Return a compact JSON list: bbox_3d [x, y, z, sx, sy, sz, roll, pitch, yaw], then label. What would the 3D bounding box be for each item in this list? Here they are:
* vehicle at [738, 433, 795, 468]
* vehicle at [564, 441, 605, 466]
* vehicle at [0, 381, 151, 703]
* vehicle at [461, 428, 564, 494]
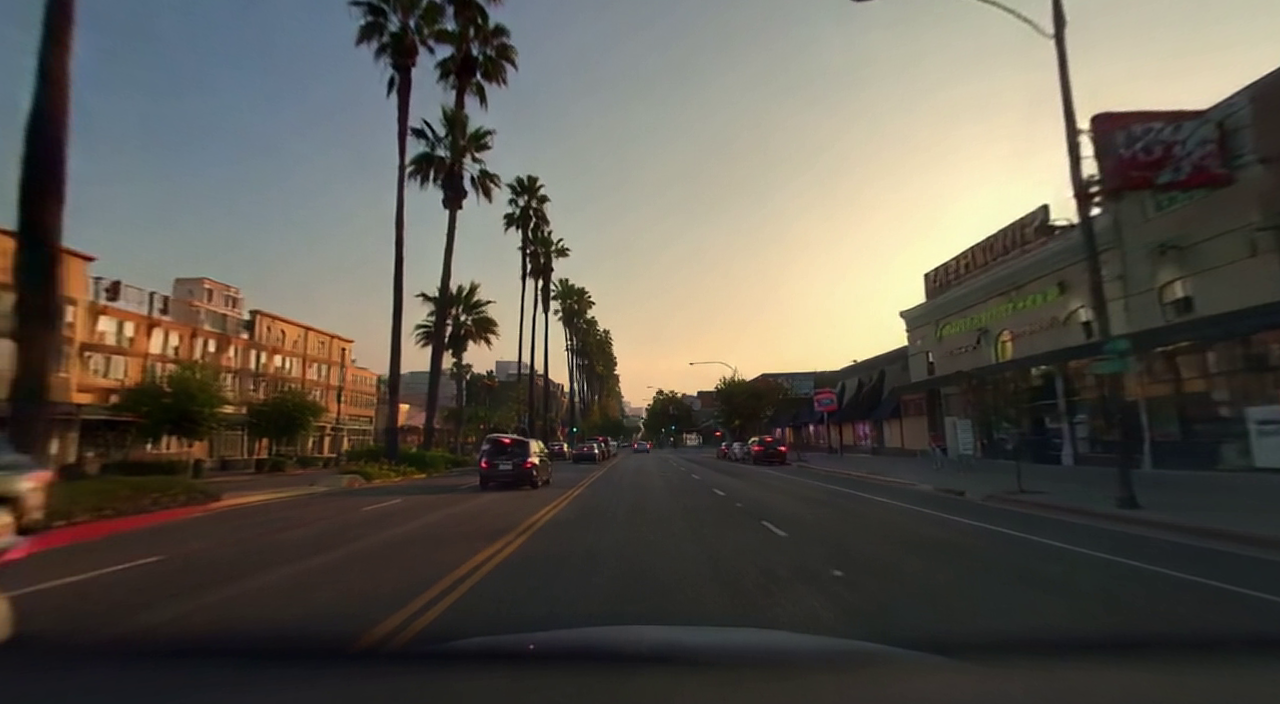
[{"bbox_3d":[7.593,5.995,38.537,2.256,1.936,5.838,0,-9,0],"label":"vehicle"},{"bbox_3d":[-3.342,6.227,38.831,2.044,1.462,4.624,0,-9,1],"label":"vehicle"},{"bbox_3d":[-3.598,0.648,1.012,2.032,1.511,4.424,0,-9,0],"label":"vehicle"},{"bbox_3d":[-3.474,3.077,18.036,2.024,1.636,4.121,0,-9,1],"label":"vehicle"}]
